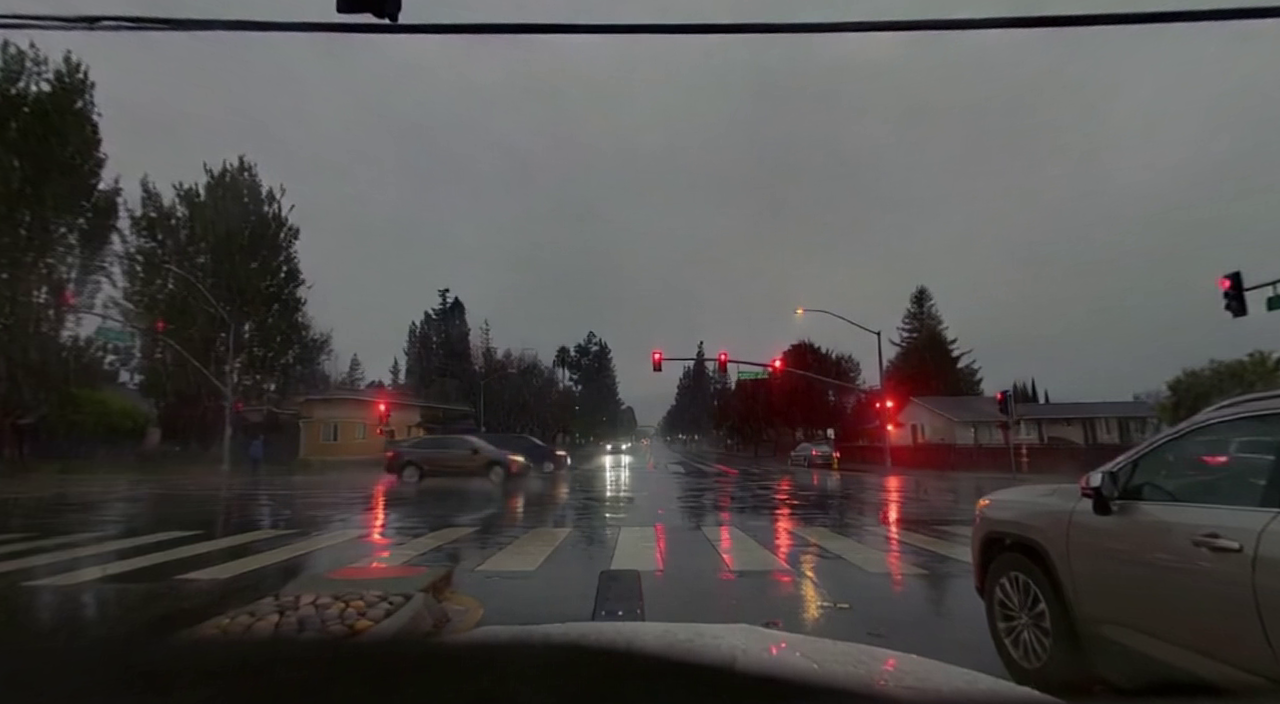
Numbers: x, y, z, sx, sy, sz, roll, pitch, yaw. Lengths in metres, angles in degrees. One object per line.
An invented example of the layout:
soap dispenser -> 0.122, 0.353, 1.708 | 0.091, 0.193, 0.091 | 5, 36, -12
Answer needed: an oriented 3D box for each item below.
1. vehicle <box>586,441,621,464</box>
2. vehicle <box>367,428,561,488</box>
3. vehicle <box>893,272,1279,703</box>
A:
vehicle -> -2.390, 6.713, 42.281 | 2.046, 1.491, 4.118 | 0, -9, 1
vehicle -> -5.314, 3.268, 19.672 | 5.403, 1.759, 2.040 | 0, -9, 0
vehicle -> 2.731, 0.710, 1.726 | 2.085, 1.800, 4.908 | 0, -9, 1
